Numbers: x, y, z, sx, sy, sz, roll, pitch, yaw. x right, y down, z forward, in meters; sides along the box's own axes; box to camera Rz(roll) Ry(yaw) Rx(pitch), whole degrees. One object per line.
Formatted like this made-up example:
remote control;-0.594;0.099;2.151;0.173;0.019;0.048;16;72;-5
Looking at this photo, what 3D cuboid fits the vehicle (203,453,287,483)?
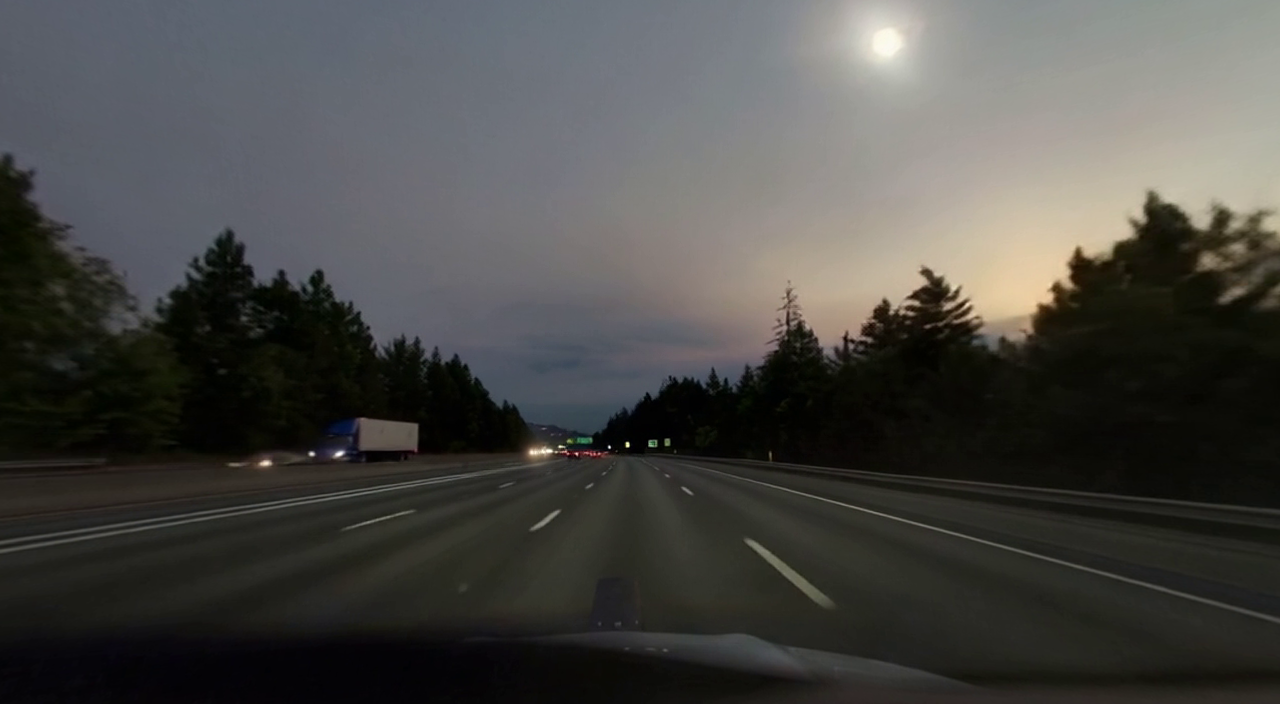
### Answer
vehicle;-21.746;6.382;34.946;1.997;1.507;4.137;0;-9;-1
